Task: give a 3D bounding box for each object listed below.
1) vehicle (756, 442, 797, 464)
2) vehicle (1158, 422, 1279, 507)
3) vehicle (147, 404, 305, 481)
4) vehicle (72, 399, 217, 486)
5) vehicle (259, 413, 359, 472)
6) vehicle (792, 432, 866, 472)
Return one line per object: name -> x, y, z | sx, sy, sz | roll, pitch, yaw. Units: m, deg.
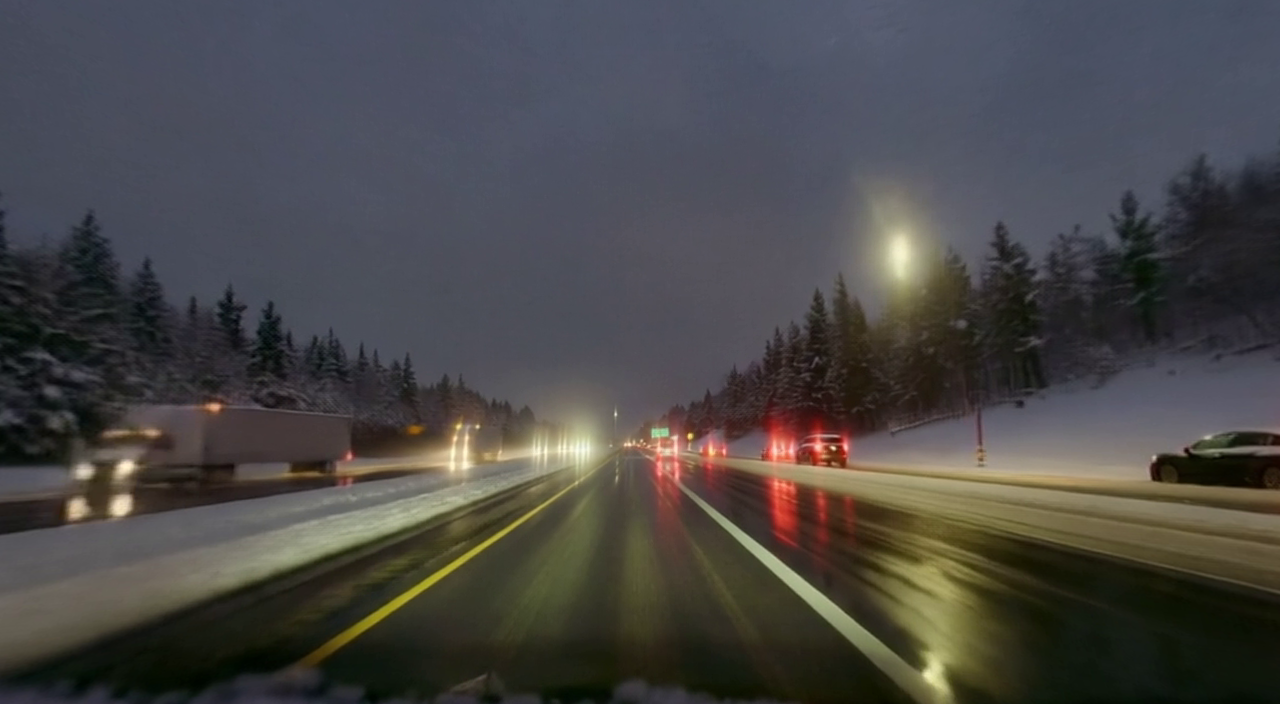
vehicle -> 10.049, 7.459, 46.798 | 1.931, 1.479, 4.183 | 0, -8, -2
vehicle -> 13.922, 2.372, 13.460 | 1.957, 1.709, 4.387 | 0, -8, -1
vehicle -> -24.590, 5.518, 38.490 | 3.329, 4.056, 9.372 | 0, -8, -1
vehicle -> -24.381, 4.501, 31.444 | 3.265, 3.955, 4.517 | 0, -8, -1
vehicle -> -24.800, 6.870, 48.022 | 2.858, 4.053, 8.915 | 0, -8, -1
vehicle -> 9.252, 4.967, 31.404 | 2.098, 1.820, 4.505 | 0, -8, -3
